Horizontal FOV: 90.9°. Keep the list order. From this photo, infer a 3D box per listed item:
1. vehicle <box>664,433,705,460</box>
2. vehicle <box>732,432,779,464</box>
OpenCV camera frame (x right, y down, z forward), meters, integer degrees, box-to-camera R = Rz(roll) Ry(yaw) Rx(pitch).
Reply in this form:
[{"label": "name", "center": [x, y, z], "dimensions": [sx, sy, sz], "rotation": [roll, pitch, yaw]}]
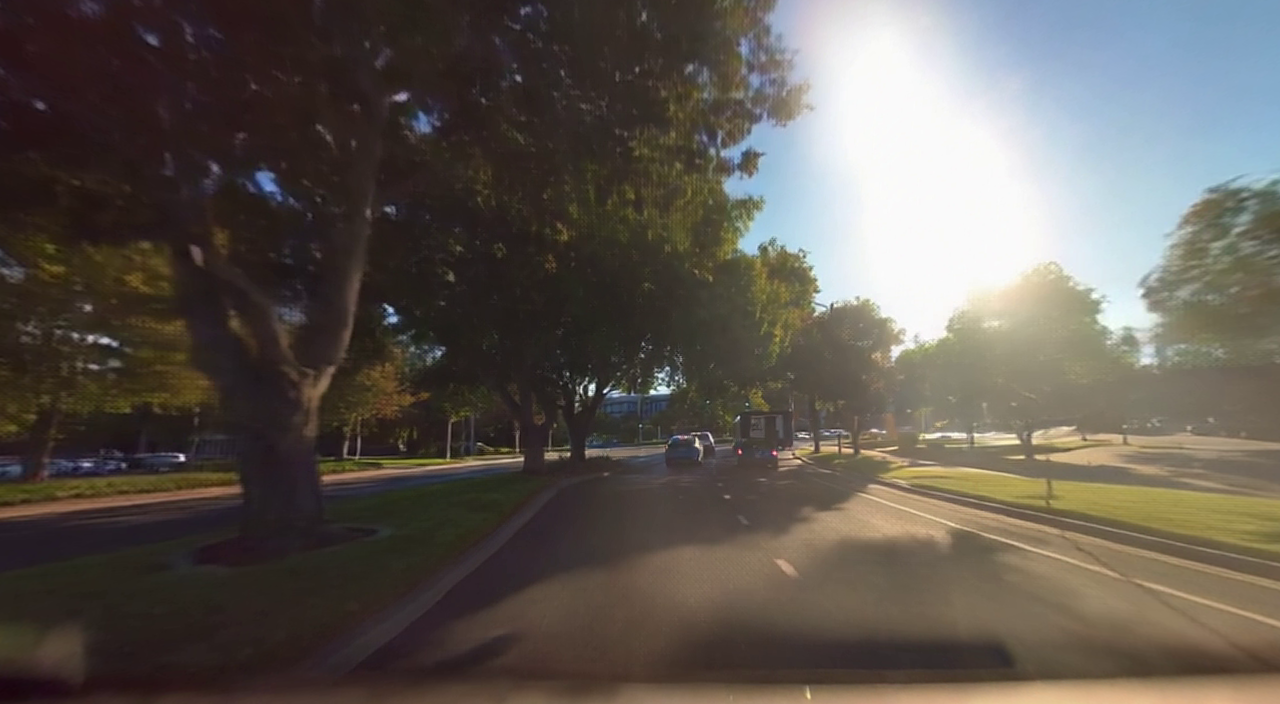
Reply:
[{"label": "vehicle", "center": [2.673, 5.557, 36.997], "dimensions": [2.066, 1.482, 4.273], "rotation": [-1, -8, 8]}, {"label": "vehicle", "center": [5.776, 4.893, 32.073], "dimensions": [1.989, 1.497, 4.436], "rotation": [-1, -8, 6]}]
